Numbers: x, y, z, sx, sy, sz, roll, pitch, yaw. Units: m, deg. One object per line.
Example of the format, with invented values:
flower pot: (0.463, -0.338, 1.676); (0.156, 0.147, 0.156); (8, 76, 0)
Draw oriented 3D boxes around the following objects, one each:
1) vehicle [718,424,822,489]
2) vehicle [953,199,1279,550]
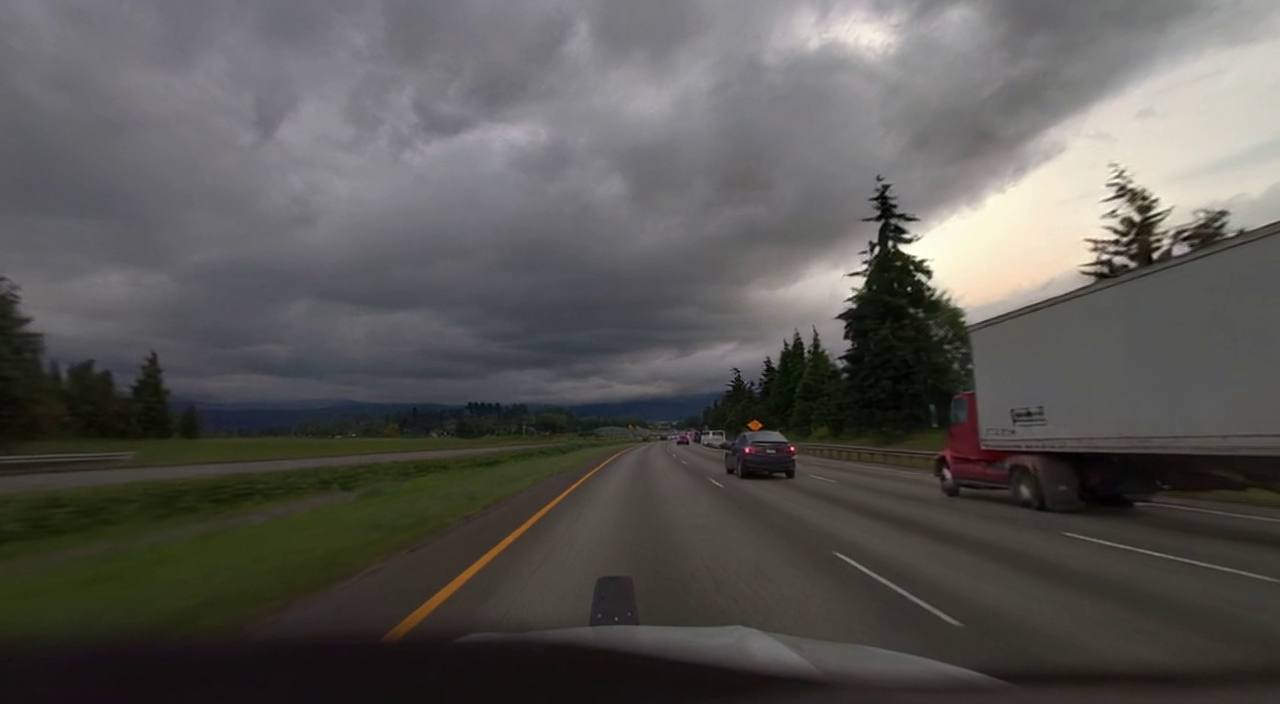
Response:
vehicle: (3.694, 3.041, 18.801); (2.011, 1.672, 4.415); (0, -8, -2)
vehicle: (9.259, 0.295, 7.678); (3.440, 4.093, 13.944); (0, -8, -1)
